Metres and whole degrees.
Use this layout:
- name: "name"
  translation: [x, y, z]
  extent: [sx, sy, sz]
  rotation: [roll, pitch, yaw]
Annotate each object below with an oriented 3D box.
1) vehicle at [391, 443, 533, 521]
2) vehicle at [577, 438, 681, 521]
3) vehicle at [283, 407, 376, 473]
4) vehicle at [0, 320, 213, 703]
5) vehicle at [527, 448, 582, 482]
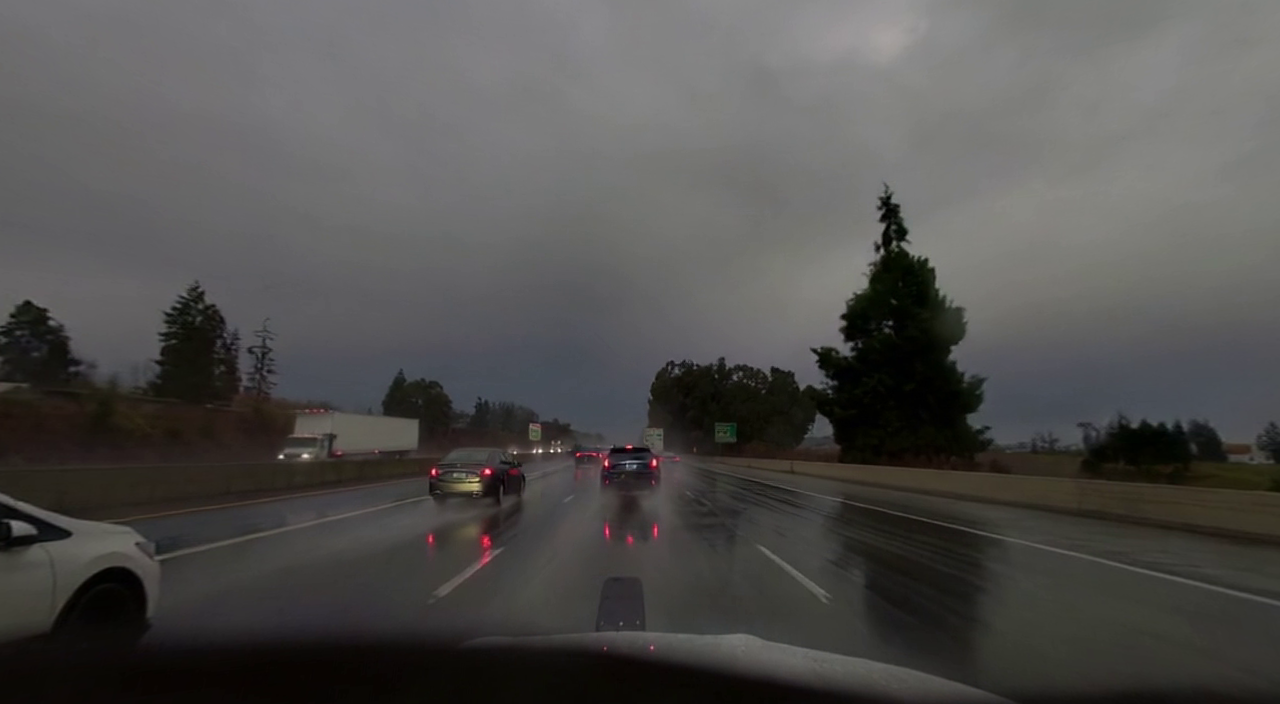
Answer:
- name: "vehicle"
  translation: [-3.871, 2.900, 14.616]
  extent: [1.988, 1.501, 4.438]
  rotation: [0, -9, 0]
- name: "vehicle"
  translation: [-0.231, 2.734, 13.916]
  extent: [1.996, 1.574, 3.426]
  rotation: [0, -9, -1]
- name: "vehicle"
  translation: [-19.956, 5.784, 41.042]
  extent: [2.966, 3.958, 5.847]
  rotation: [0, -9, -1]
- name: "vehicle"
  translation: [-3.966, 0.625, 1.571]
  extent: [2.243, 1.889, 4.949]
  rotation: [0, -9, 1]
- name: "vehicle"
  translation: [-4.040, 5.411, 30.501]
  extent: [1.999, 1.484, 4.269]
  rotation: [0, -9, 1]
